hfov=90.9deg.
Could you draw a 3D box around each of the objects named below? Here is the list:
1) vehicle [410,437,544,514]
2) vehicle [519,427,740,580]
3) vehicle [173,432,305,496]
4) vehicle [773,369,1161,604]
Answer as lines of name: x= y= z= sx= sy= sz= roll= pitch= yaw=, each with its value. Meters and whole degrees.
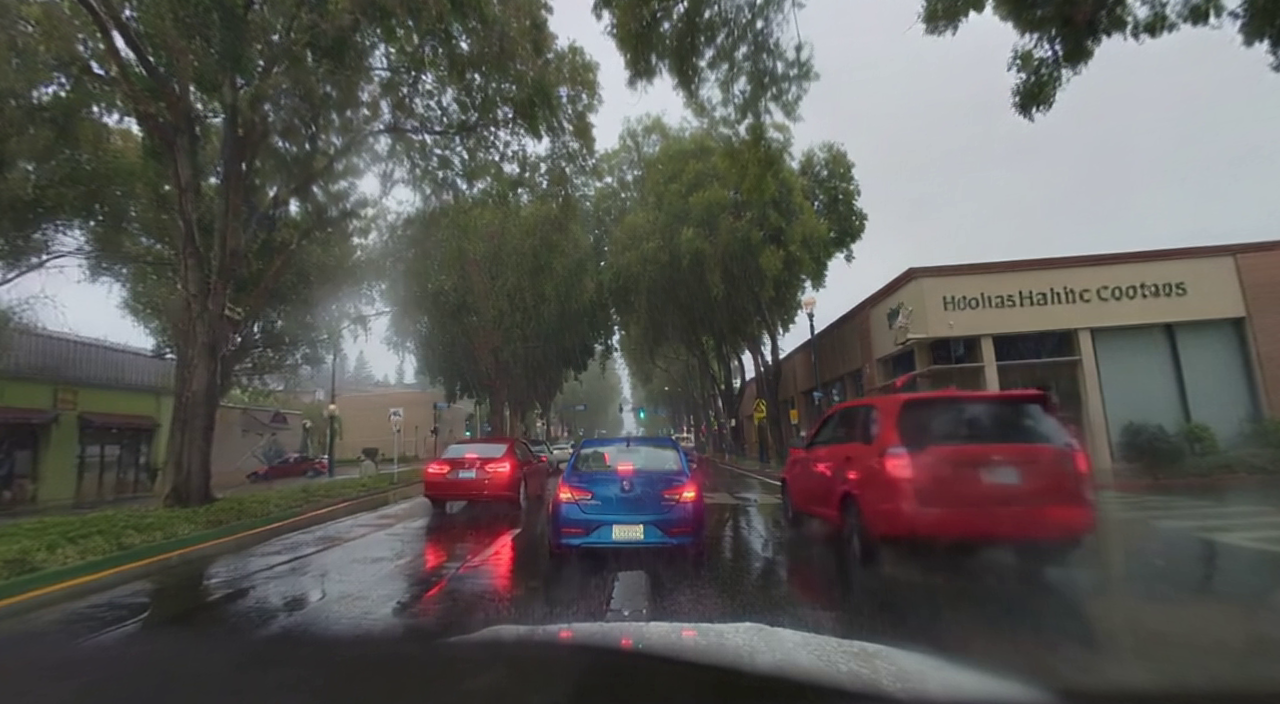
vehicle: x=-3.463 y=2.696 z=14.226 sx=1.905 sy=1.473 sz=4.016 roll=0 pitch=-9 yaw=0
vehicle: x=-0.114 y=1.795 z=8.268 sx=2.160 sy=1.482 sz=4.037 roll=0 pitch=-9 yaw=0
vehicle: x=-19.169 y=5.357 z=30.618 sx=2.286 sy=2.777 sz=5.926 roll=0 pitch=-9 yaw=2
vehicle: x=3.272 y=1.472 z=7.696 sx=2.152 sy=1.987 sz=4.527 roll=0 pitch=-9 yaw=-2
